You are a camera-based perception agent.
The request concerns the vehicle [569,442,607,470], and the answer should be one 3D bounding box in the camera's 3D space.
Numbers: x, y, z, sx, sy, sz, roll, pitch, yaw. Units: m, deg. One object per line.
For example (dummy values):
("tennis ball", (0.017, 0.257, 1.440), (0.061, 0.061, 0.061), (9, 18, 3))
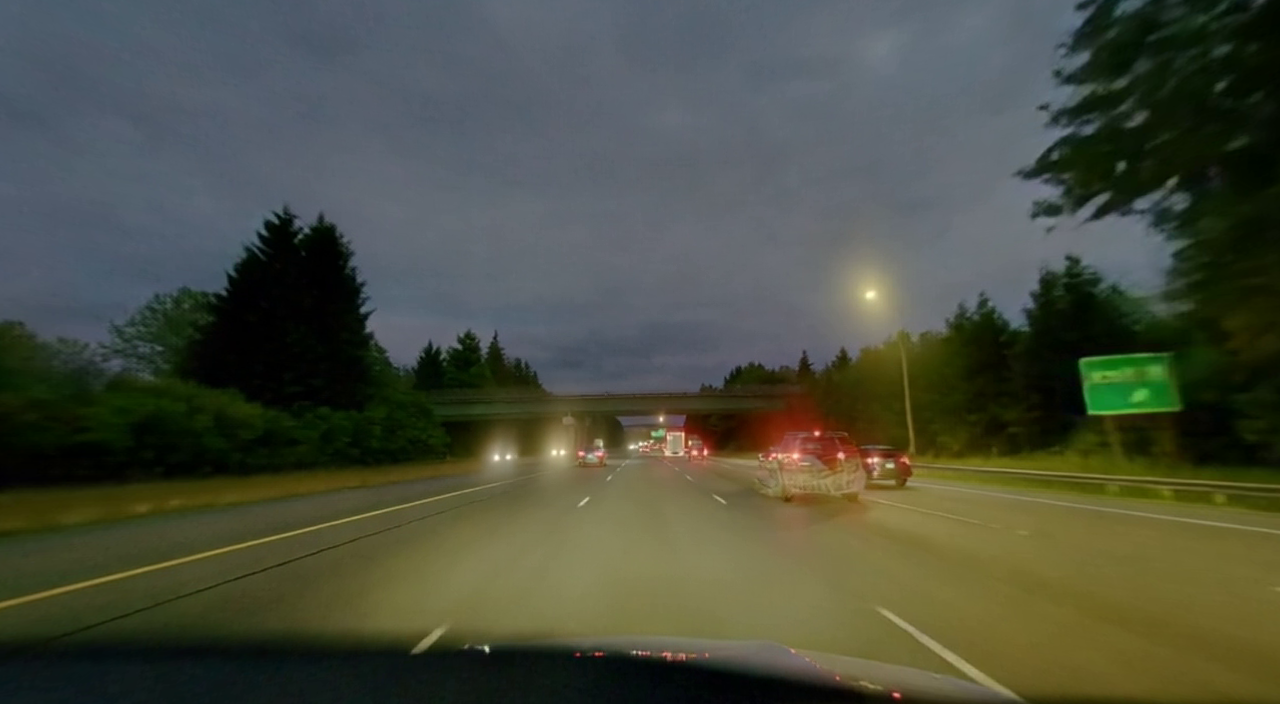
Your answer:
("vehicle", (-3.502, 7.139, 43.496), (2.238, 1.792, 4.518), (0, -9, 0))
